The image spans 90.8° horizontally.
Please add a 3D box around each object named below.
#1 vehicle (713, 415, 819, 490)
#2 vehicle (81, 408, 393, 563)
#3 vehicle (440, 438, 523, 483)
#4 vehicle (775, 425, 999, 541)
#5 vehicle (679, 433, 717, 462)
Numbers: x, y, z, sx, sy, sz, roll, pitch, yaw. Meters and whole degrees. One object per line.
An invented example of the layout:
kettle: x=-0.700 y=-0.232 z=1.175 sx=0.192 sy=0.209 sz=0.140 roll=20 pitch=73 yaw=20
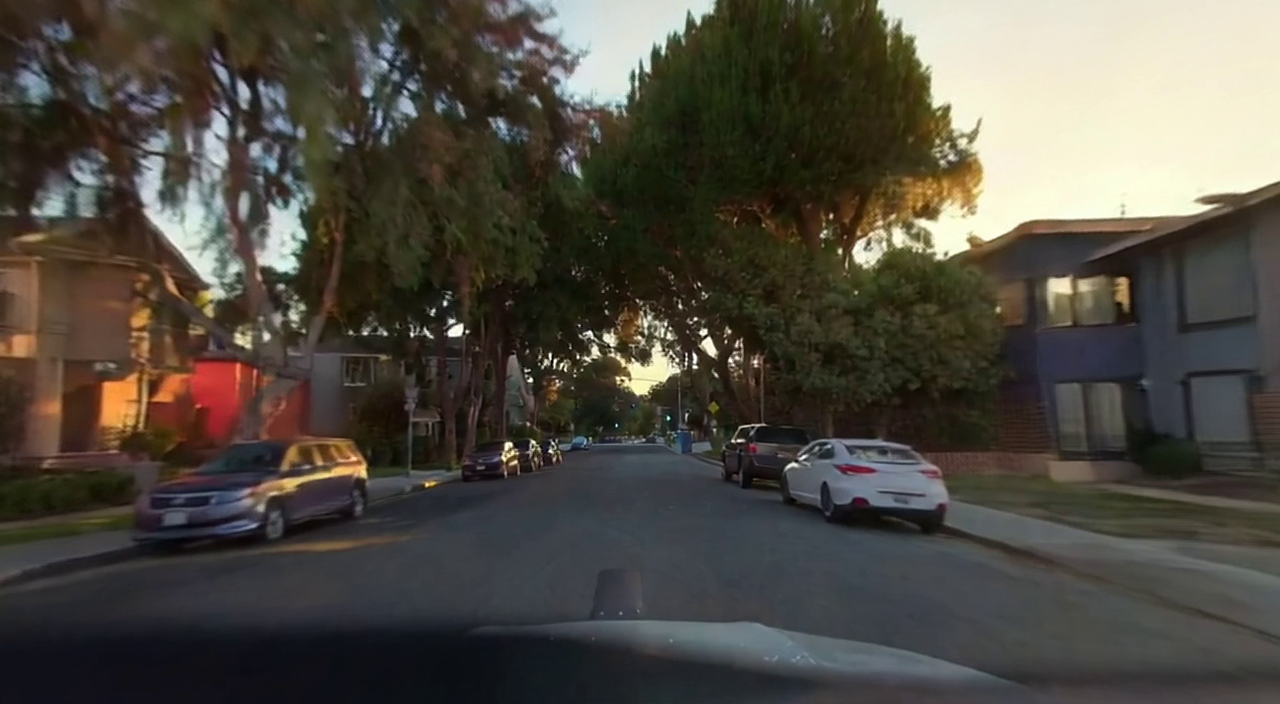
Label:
vehicle: x=3.650 y=3.046 z=19.307 sx=2.158 sy=1.977 sz=4.750 roll=0 pitch=-8 yaw=-1
vehicle: x=-5.906 y=2.026 z=10.183 sx=2.106 sy=1.760 sz=4.573 roll=-4 pitch=-9 yaw=-1
vehicle: x=-5.755 y=3.994 z=23.524 sx=1.998 sy=1.485 sz=4.476 roll=0 pitch=-8 yaw=-1
vehicle: x=3.739 y=2.056 z=10.595 sx=1.968 sy=1.505 sz=4.368 roll=0 pitch=-8 yaw=0
vehicle: x=3.772 y=6.287 z=41.629 sx=1.952 sy=1.738 sz=4.518 roll=0 pitch=-8 yaw=-1
